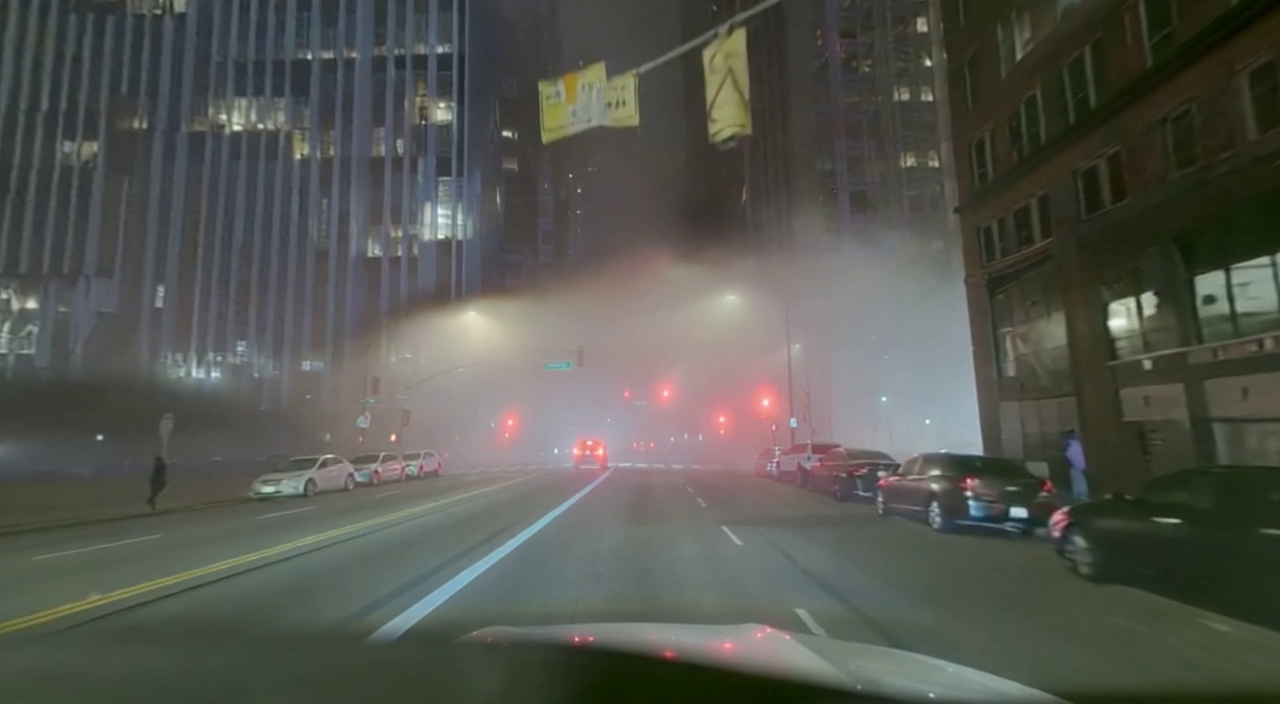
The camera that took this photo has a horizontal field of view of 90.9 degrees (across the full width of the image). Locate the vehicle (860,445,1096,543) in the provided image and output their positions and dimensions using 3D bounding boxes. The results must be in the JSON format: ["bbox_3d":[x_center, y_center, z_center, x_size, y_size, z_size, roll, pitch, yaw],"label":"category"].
[{"bbox_3d":[5.949,2.507,11.906,1.967,1.460,4.558,0,-8,1],"label":"vehicle"}]

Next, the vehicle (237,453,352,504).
[{"bbox_3d":[-12.098,4.426,22.439,1.845,1.493,4.107,-2,-8,-1],"label":"vehicle"}]

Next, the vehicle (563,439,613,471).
[{"bbox_3d":[-2.537,5.205,31.978,2.014,1.480,4.780,0,-8,2],"label":"vehicle"}]

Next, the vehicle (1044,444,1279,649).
[{"bbox_3d":[5.786,1.511,4.979,1.994,1.511,4.788,1,-8,-1],"label":"vehicle"}]

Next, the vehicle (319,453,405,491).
[{"bbox_3d":[-12.039,5.201,27.677,1.808,1.475,4.550,0,-8,-2],"label":"vehicle"}]

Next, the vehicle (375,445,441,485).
[{"bbox_3d":[-12.028,5.821,32.952,1.890,1.781,4.331,-4,-8,-2],"label":"vehicle"}]
